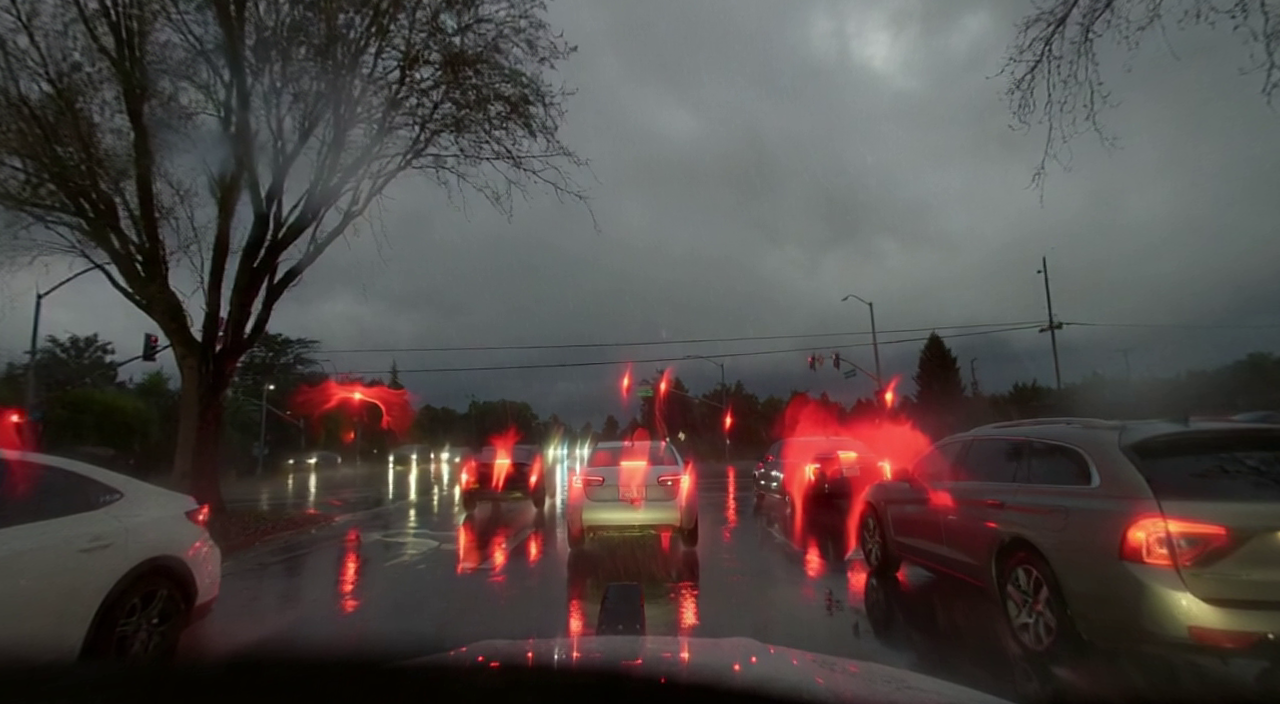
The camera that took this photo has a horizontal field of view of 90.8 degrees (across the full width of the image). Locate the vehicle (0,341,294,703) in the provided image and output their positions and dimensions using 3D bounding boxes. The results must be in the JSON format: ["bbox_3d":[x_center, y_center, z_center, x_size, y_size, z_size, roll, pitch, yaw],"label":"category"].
[{"bbox_3d":[-3.666,0.839,2.538,2.047,1.764,4.369,0,-8,0],"label":"vehicle"}]

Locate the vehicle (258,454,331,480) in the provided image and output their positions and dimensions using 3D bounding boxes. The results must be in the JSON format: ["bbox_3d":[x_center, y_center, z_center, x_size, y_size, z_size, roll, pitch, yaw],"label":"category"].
[{"bbox_3d":[-23.675,7.845,43.278,4.432,1.685,1.957,-4,-9,24],"label":"vehicle"}]

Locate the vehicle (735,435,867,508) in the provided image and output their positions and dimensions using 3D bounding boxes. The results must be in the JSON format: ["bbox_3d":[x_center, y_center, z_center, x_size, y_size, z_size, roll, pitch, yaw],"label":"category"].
[{"bbox_3d":[3.641,2.784,15.240,1.922,1.472,4.440,0,-8,-1],"label":"vehicle"}]

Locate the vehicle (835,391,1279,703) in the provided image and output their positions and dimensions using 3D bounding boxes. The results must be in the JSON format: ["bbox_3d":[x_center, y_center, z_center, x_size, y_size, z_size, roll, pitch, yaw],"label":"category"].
[{"bbox_3d":[3.381,1.307,5.423,1.933,1.564,4.600,0,-8,0],"label":"vehicle"}]

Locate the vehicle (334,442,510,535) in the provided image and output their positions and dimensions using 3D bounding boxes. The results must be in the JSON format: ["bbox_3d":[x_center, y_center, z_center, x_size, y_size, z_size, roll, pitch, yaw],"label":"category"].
[{"bbox_3d":[-3.932,2.508,12.331,1.919,1.459,4.371,0,-8,-1],"label":"vehicle"}]

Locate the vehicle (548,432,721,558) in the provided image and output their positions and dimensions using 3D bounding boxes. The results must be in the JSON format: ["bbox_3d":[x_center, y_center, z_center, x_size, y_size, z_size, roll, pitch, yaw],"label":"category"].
[{"bbox_3d":[-0.080,2.006,9.598,2.061,1.470,3.970,0,-8,0],"label":"vehicle"}]
